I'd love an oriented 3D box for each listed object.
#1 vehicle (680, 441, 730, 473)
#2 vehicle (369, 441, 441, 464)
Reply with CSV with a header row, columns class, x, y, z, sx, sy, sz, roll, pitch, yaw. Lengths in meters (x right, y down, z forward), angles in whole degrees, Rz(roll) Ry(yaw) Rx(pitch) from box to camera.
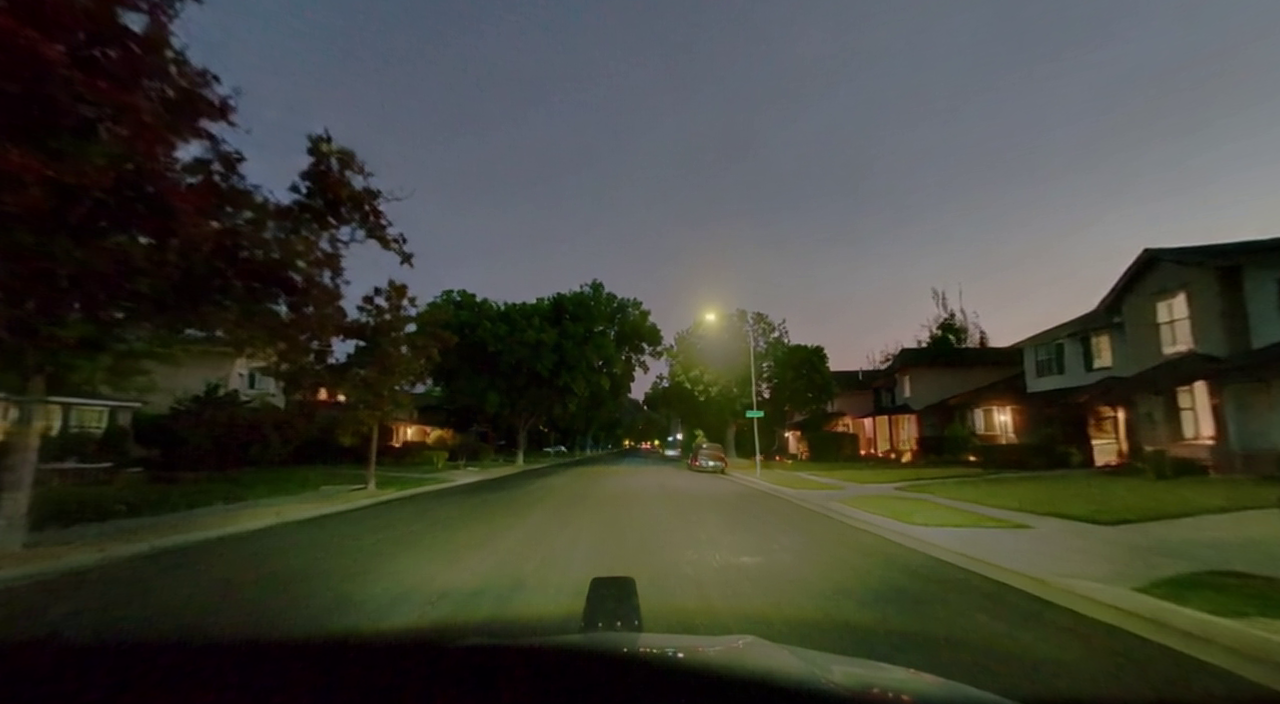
class,x,y,z,sx,sy,sz,roll,pitch,yaw
vehicle,3.538,5.824,35.290,2.136,1.596,4.790,0,-8,-1
vehicle,-17.435,7.470,47.070,4.607,1.573,2.058,1,-8,-5
